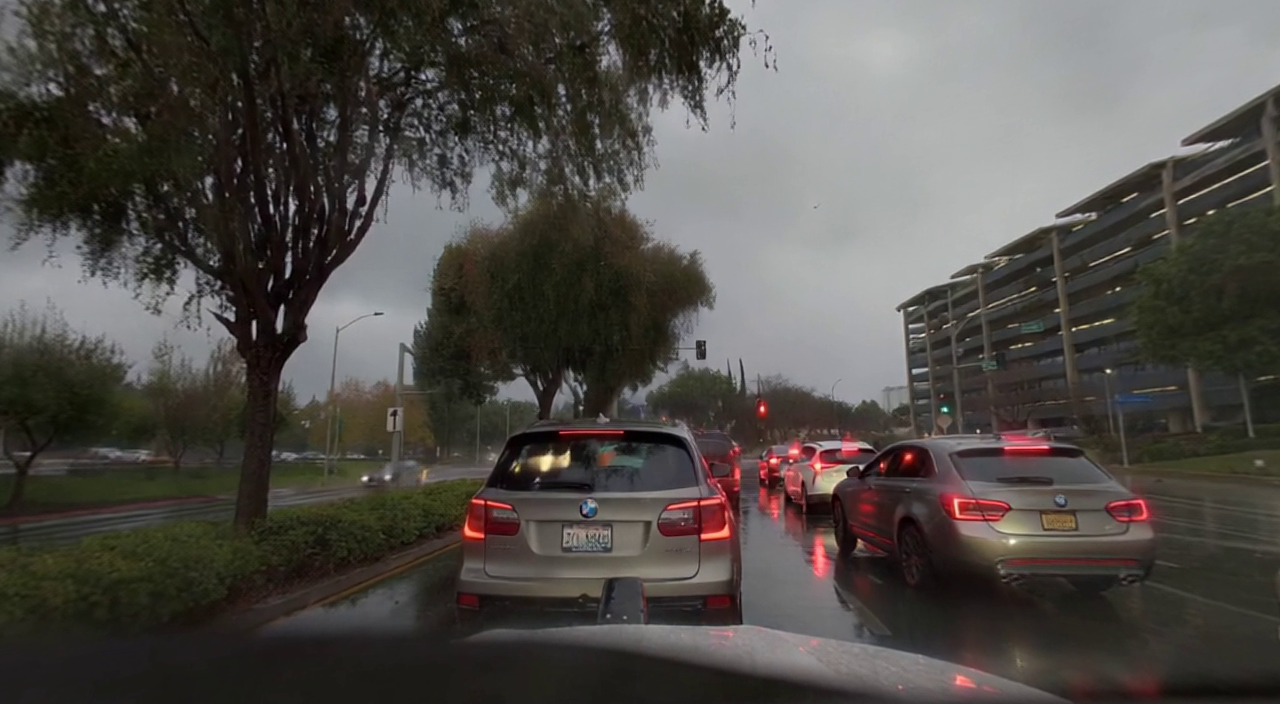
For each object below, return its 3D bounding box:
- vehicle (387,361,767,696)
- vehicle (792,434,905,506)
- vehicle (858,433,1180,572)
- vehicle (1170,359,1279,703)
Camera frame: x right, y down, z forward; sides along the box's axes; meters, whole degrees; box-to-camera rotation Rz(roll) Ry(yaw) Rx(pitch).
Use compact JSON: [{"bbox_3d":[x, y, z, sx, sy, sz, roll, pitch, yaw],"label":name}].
[{"bbox_3d":[-0.209,1.238,5.562,2.021,1.742,4.295,-1,-8,4],"label":"vehicle"},{"bbox_3d":[5.337,3.036,16.724,1.994,1.638,4.100,-1,-9,6],"label":"vehicle"},{"bbox_3d":[4.903,1.974,9.168,1.963,1.480,4.553,0,-8,2],"label":"vehicle"},{"bbox_3d":[4.061,0.611,1.112,1.993,1.719,4.953,0,-8,1],"label":"vehicle"}]
